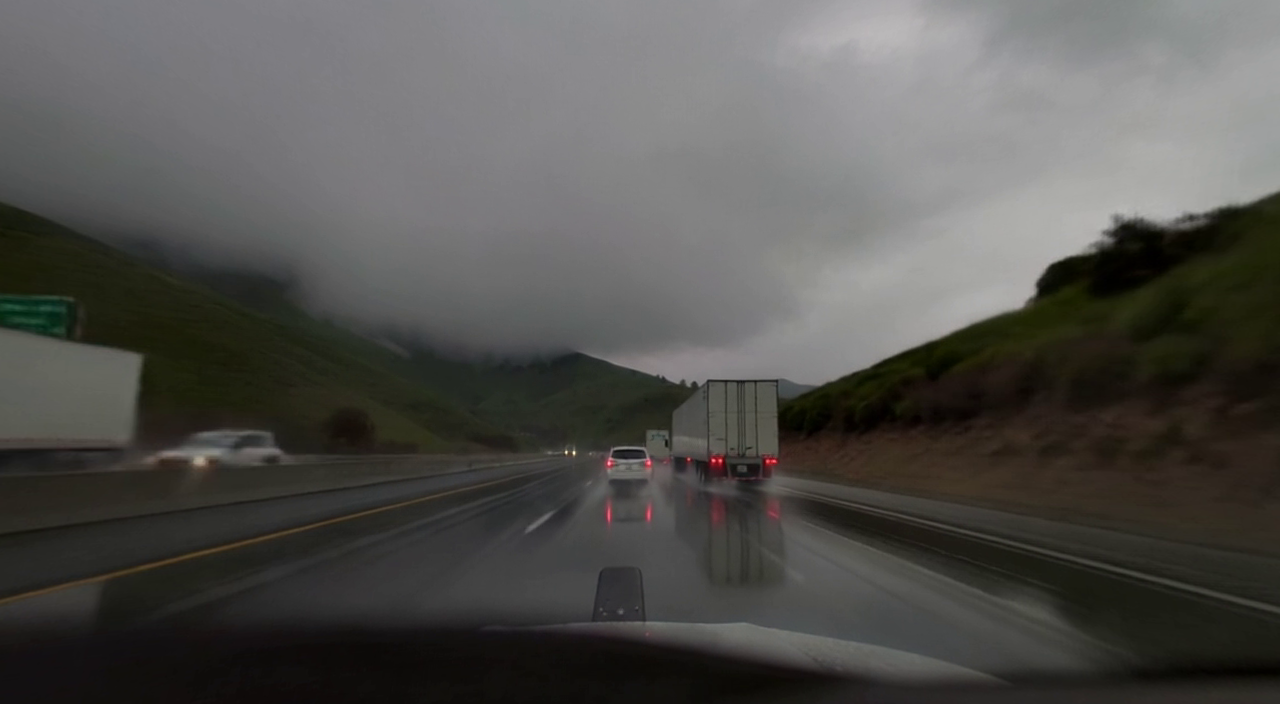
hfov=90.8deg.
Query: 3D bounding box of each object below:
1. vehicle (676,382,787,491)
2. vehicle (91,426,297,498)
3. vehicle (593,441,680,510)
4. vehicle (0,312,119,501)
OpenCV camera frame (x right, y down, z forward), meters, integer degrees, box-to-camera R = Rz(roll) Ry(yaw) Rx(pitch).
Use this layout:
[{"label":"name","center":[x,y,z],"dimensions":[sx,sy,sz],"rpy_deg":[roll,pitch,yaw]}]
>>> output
[{"label":"vehicle","center":[3.801,4.210,30.520],"dimensions":[2.812,4.024,14.098],"rpy_deg":[0,-9,-2]},{"label":"vehicle","center":[-11.684,2.927,17.090],"dimensions":[2.105,1.656,4.746],"rpy_deg":[0,-9,0]},{"label":"vehicle","center":[-0.116,3.284,17.204],"dimensions":[2.109,1.639,3.768],"rpy_deg":[0,-9,-1]},{"label":"vehicle","center":[-15.228,0.469,9.118],"dimensions":[2.920,4.044,14.872],"rpy_deg":[0,-9,-1]}]
